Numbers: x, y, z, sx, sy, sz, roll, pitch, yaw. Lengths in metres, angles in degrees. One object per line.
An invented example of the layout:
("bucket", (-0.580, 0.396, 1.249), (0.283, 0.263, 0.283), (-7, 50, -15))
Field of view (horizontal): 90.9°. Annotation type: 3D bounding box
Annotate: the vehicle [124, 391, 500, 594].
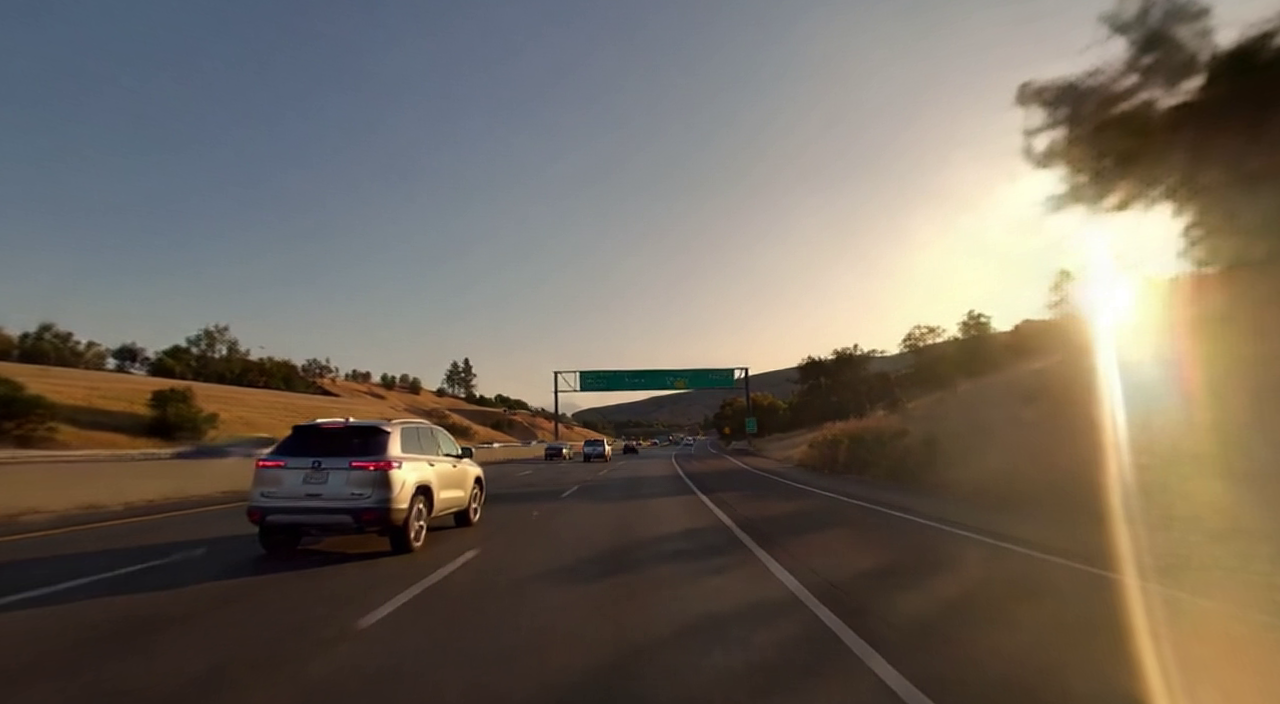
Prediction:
("vehicle", (-3.564, 1.649, 8.271), (2.218, 1.848, 4.789), (0, -9, 2))
